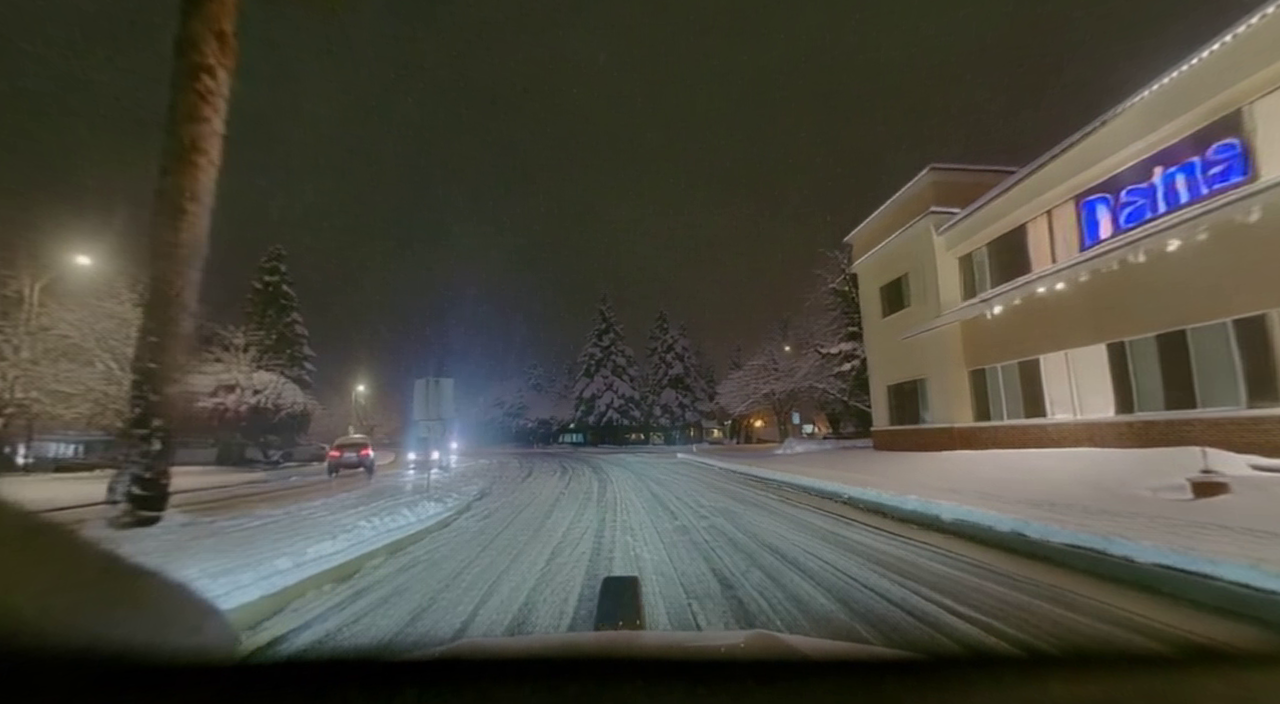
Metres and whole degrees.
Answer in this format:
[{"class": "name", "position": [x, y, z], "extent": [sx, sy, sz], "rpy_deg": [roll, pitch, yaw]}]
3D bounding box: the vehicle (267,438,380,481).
[{"class": "vehicle", "position": [-14.991, 5.070, 29.952], "extent": [4.651, 1.863, 2.174], "rpy_deg": [-4, -9, 23]}]
